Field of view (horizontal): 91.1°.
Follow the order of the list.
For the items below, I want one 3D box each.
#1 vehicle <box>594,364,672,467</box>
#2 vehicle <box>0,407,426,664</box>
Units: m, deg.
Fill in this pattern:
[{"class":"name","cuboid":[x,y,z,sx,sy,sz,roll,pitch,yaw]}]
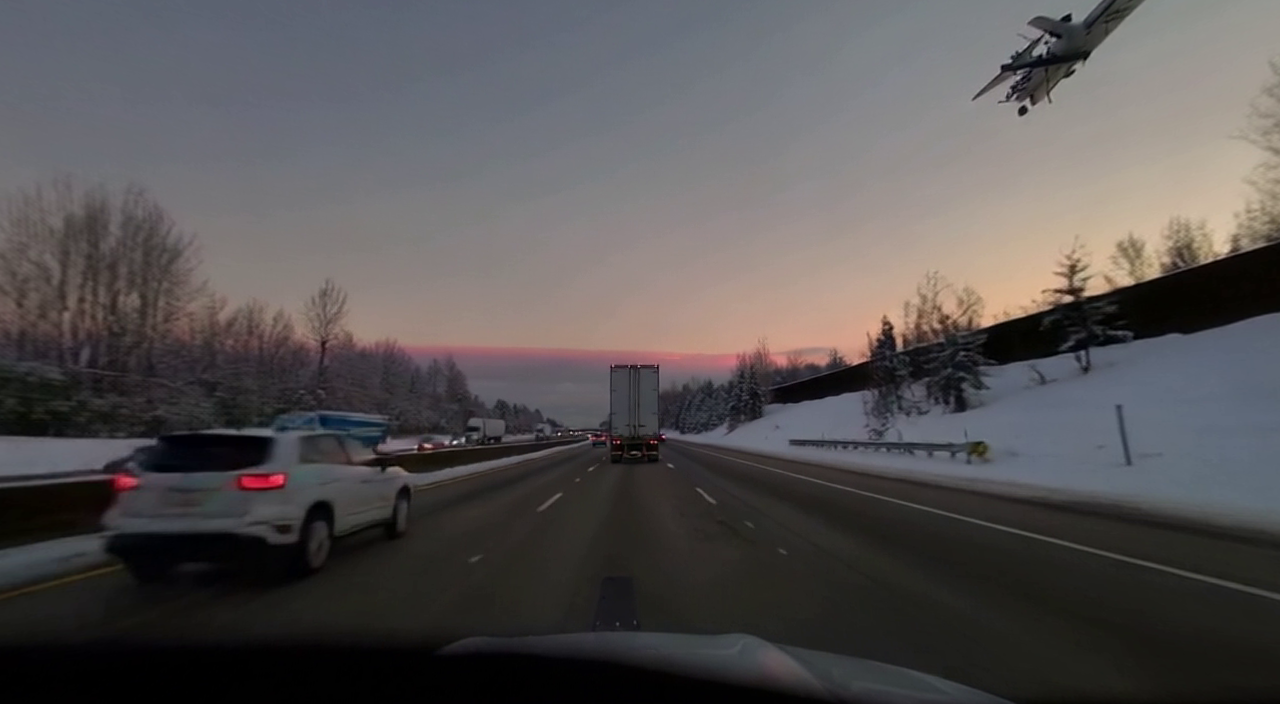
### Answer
[{"class":"vehicle","cuboid":[-0.330,3.546,32.624,2.965,3.972,16.689,0,-8,0]},{"class":"vehicle","cuboid":[-3.839,1.393,6.036,2.005,1.521,4.454,0,-8,0]}]
